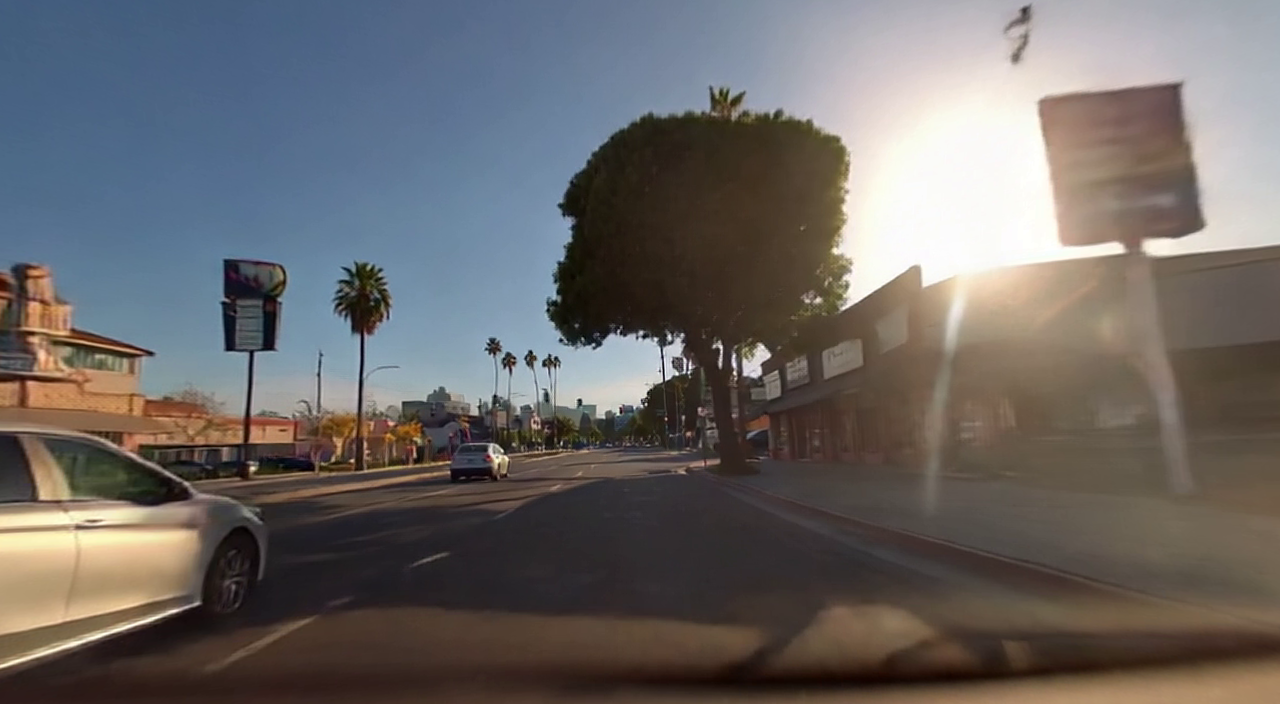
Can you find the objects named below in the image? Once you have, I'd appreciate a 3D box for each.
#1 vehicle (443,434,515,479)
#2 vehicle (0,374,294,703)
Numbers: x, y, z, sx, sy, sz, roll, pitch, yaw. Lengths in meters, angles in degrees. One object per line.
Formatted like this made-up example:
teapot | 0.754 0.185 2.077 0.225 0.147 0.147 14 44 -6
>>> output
vehicle | -7.125 4.658 28.342 2.136 1.844 4.363 0 -8 -1
vehicle | -4.000 0.996 3.274 2.041 1.666 4.182 0 -8 -1
